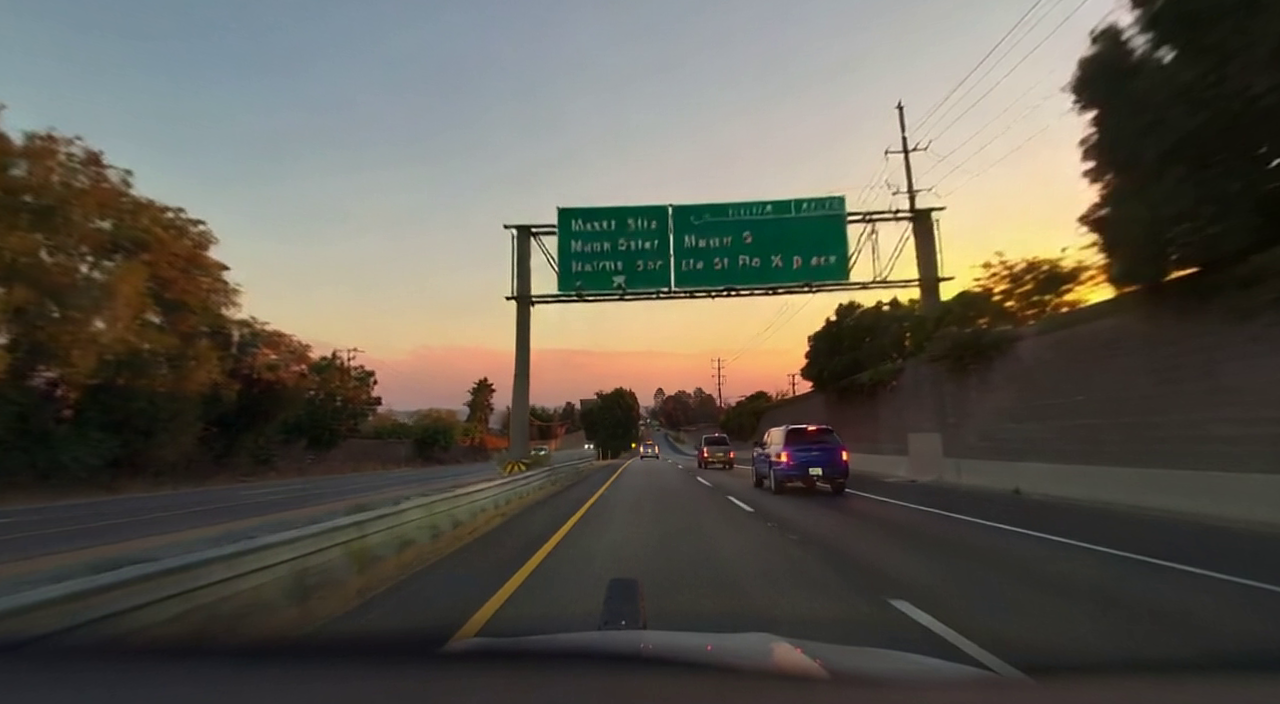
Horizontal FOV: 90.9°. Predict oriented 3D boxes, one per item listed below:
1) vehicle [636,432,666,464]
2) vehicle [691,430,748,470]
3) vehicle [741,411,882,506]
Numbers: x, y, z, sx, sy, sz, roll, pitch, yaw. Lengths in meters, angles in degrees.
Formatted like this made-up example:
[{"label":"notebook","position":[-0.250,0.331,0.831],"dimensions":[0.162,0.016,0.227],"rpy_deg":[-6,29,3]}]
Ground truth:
[{"label":"vehicle","position":[0.790,7.289,47.899],"dimensions":[2.099,2.260,4.899],"rpy_deg":[0,-8,-1]},{"label":"vehicle","position":[4.587,5.755,37.281],"dimensions":[2.594,2.155,5.670],"rpy_deg":[0,-8,0]},{"label":"vehicle","position":[4.184,2.712,16.452],"dimensions":[2.145,2.069,5.057],"rpy_deg":[0,-8,-1]}]
